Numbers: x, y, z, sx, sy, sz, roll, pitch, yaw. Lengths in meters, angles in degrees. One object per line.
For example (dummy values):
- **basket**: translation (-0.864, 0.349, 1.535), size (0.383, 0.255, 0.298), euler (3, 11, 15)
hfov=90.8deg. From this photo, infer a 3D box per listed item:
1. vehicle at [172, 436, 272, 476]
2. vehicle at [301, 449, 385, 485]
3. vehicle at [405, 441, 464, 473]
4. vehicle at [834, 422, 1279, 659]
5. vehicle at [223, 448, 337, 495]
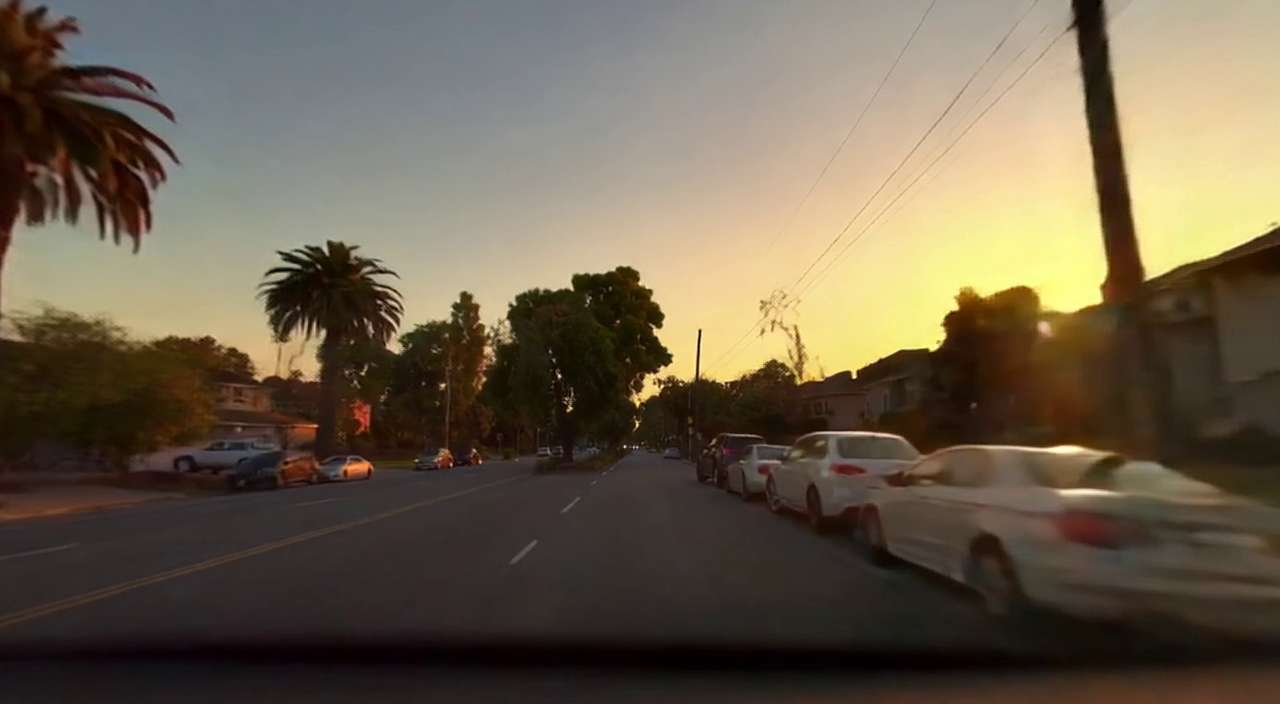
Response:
- **vehicle**: translation (-20.944, 5.218, 31.932), size (1.957, 1.871, 4.515), euler (0, -9, -1)
- **vehicle**: translation (-13.898, 5.393, 29.868), size (1.916, 1.459, 4.222), euler (-1, -8, 0)
- **vehicle**: translation (-14.129, 7.216, 43.876), size (2.245, 1.904, 5.805), euler (-1, -7, -1)
- **vehicle**: translation (3.690, 1.551, 6.399), size (1.888, 1.480, 4.653), euler (0, -9, -1)
- **vehicle**: translation (-13.788, 4.566, 24.568), size (1.970, 1.525, 4.420), euler (0, -8, -2)
